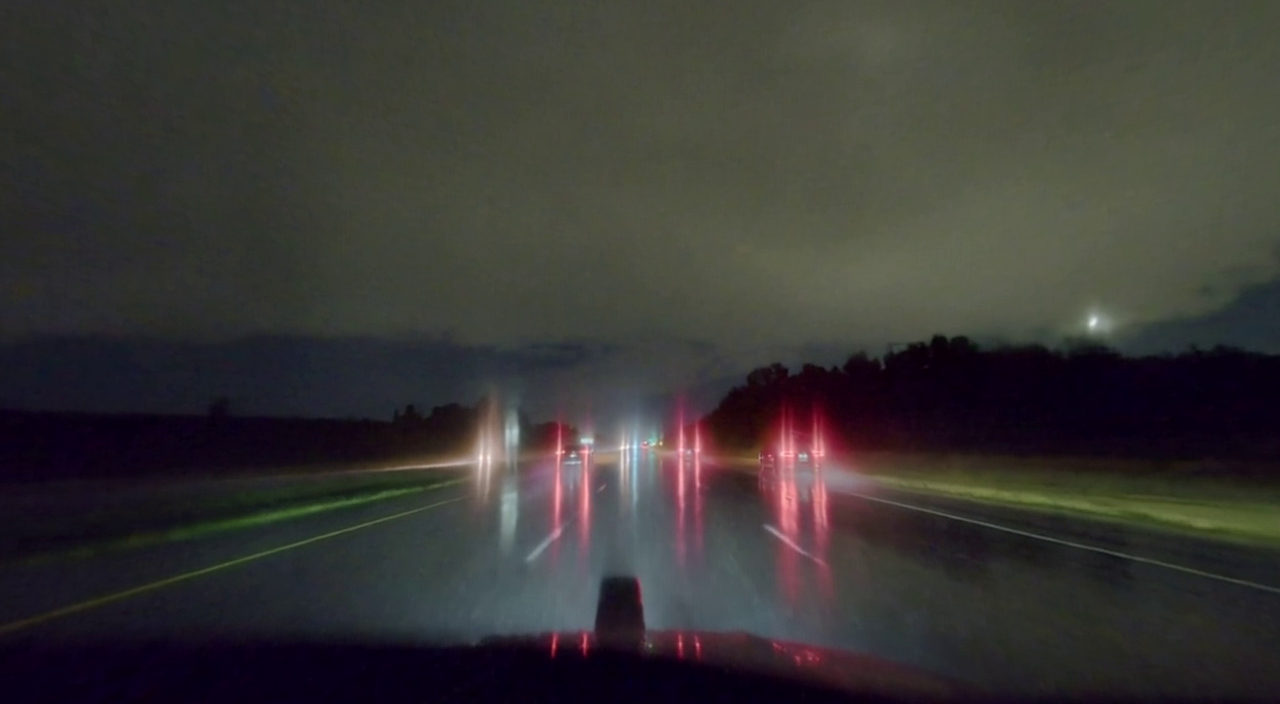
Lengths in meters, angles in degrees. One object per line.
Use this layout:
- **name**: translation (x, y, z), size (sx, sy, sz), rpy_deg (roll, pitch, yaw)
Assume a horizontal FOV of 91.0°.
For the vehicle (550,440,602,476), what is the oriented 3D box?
- **vehicle**: translation (-3.177, 5.352, 32.018), size (2.070, 1.707, 4.309), rpy_deg (0, -9, 1)
